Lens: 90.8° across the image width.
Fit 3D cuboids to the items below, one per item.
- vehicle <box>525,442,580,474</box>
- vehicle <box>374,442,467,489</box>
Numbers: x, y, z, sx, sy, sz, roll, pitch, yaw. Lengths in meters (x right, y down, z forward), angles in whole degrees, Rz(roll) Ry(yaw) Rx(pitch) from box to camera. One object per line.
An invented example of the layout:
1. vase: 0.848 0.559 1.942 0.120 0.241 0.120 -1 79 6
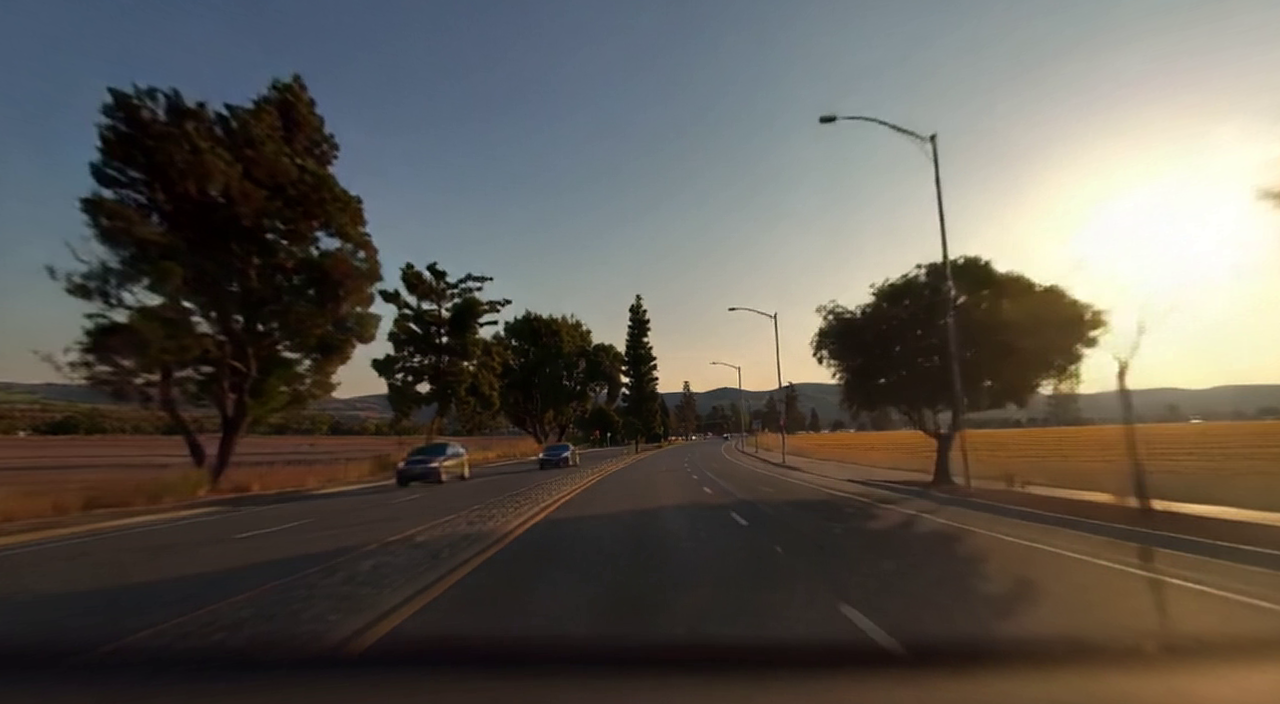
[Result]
1. vehicle: -4.263 5.251 31.522 1.989 1.461 4.081 -1 -8 3
2. vehicle: -8.428 4.370 24.722 1.982 1.671 4.431 0 -8 1
